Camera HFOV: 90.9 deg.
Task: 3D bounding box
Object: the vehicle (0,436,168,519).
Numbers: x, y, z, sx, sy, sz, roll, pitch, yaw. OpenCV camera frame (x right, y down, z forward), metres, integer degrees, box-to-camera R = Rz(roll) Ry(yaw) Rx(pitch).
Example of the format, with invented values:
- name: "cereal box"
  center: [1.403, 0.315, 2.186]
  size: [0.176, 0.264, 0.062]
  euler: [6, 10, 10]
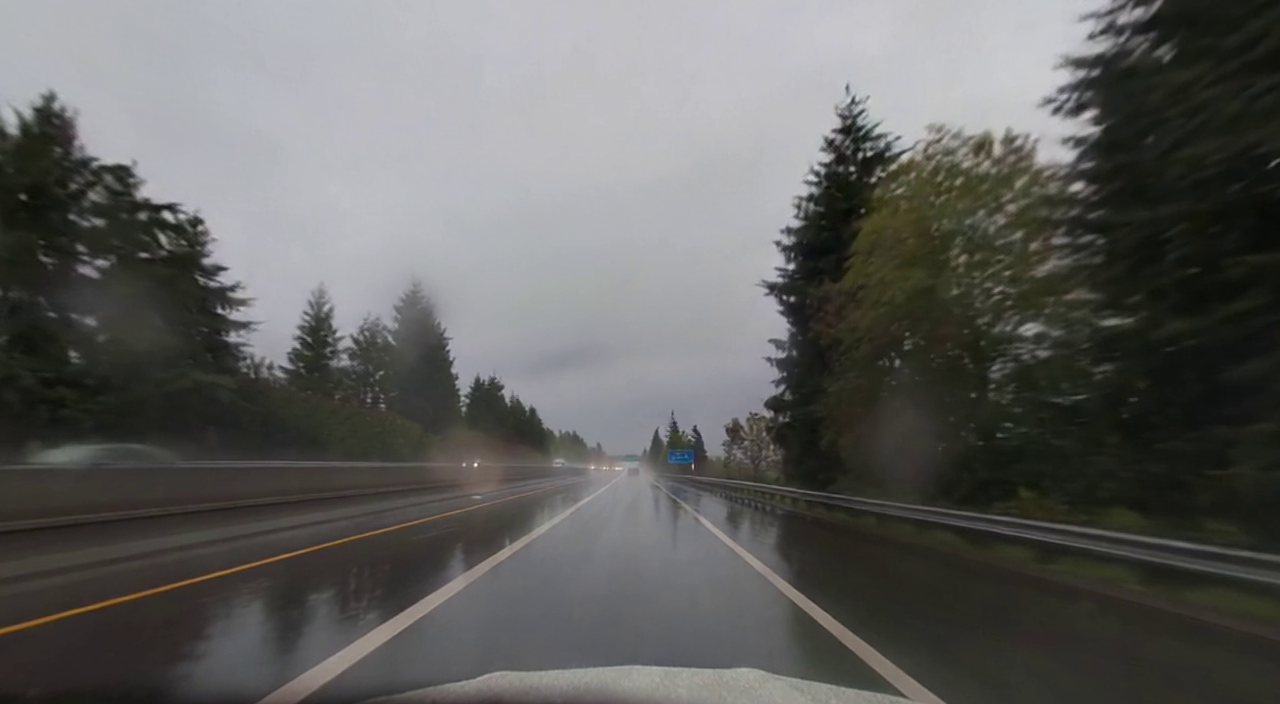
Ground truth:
- name: "vehicle"
  center: [-12.297, 2.581, 13.180]
  size: [1.830, 1.454, 3.815]
  euler: [1, -11, 0]
